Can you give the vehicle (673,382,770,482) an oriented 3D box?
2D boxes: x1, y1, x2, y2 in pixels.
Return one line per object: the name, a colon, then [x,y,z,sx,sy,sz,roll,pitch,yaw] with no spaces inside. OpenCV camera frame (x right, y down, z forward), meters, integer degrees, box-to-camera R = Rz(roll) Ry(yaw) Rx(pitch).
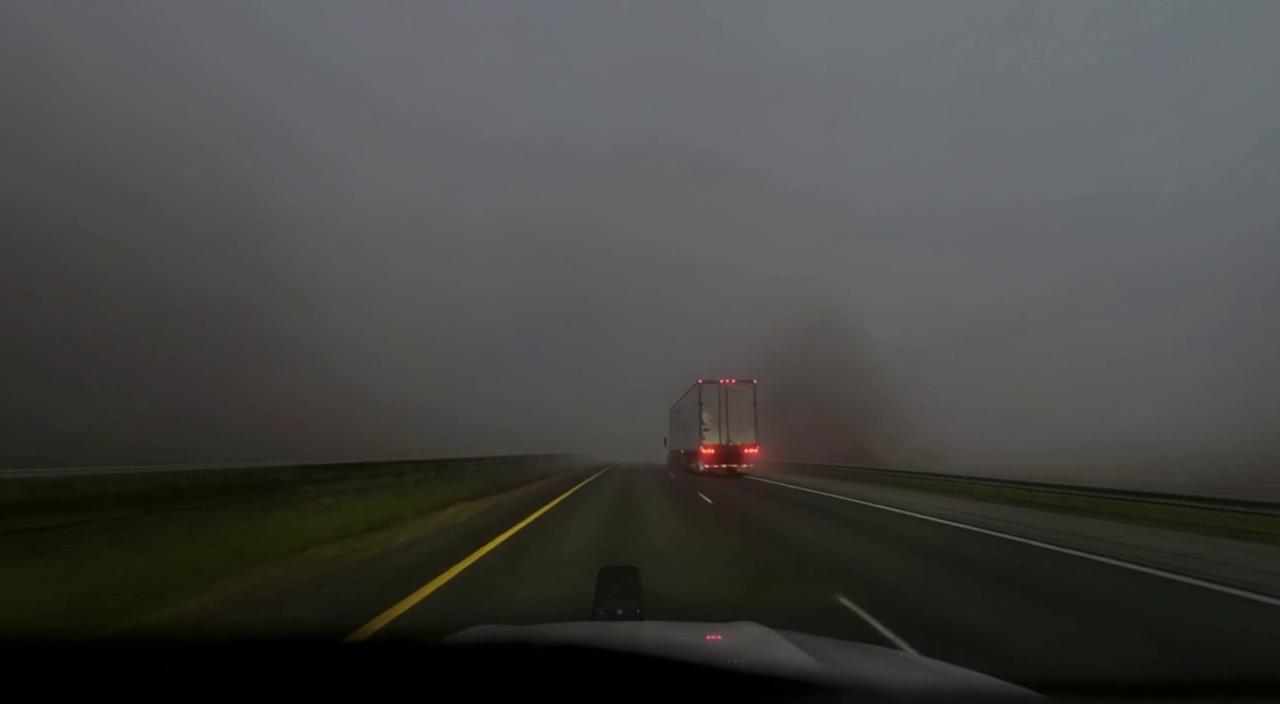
vehicle: [3.677,4.312,32.459,2.938,4.076,13.362,0,-9,-1]
